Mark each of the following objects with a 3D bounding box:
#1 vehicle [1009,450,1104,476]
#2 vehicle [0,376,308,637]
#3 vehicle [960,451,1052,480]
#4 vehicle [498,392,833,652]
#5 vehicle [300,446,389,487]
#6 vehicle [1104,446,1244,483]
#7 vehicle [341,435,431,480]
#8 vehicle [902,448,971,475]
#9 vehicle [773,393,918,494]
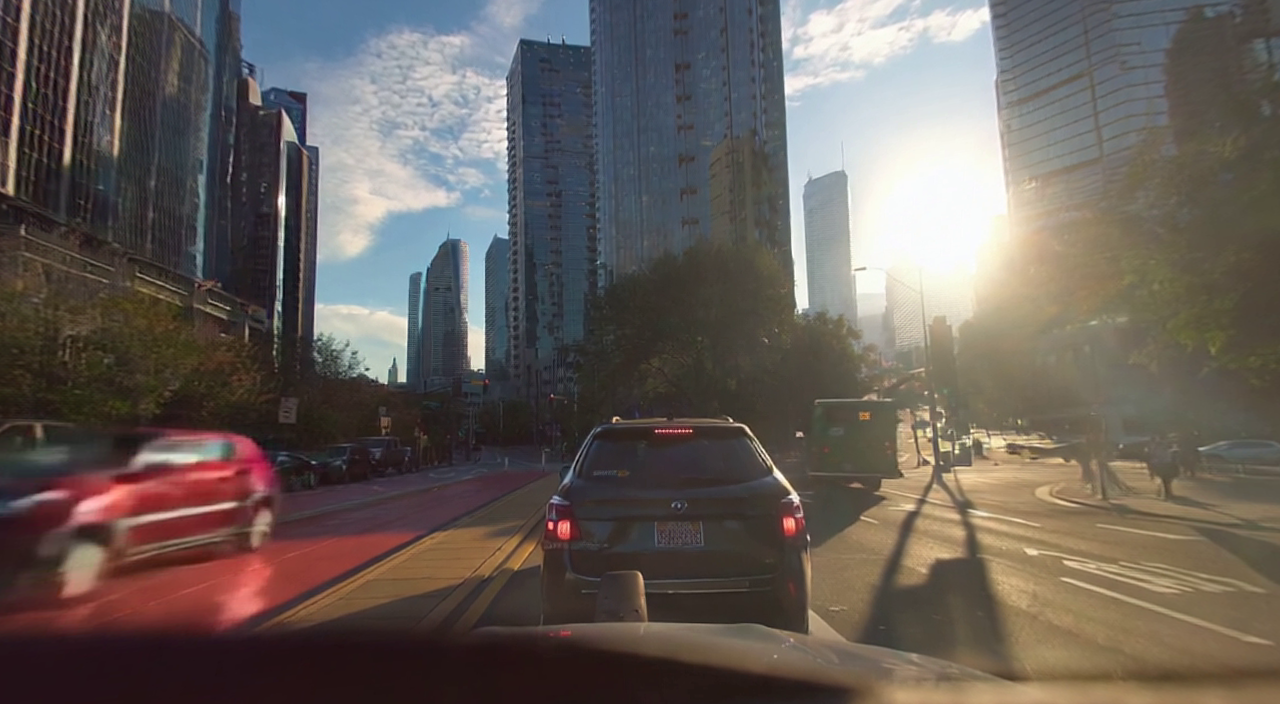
[{"bbox_3d":[28.035,7.445,42.690,5.153,1.626,1.895,-6,-10,33],"label":"vehicle"},{"bbox_3d":[-5.674,1.379,6.441,2.198,1.779,4.926,1,-9,-5],"label":"vehicle"},{"bbox_3d":[23.873,7.394,41.308,4.956,1.706,1.822,-6,-10,33],"label":"vehicle"},{"bbox_3d":[0.205,1.426,6.305,2.192,1.695,4.142,0,-8,1],"label":"vehicle"},{"bbox_3d":[-11.587,4.495,25.095,1.791,1.463,4.210,0,-9,-4],"label":"vehicle"},{"bbox_3d":[30.832,6.479,36.813,5.890,1.996,2.155,-6,-10,34],"label":"vehicle"},{"bbox_3d":[-12.103,5.065,30.605,2.338,1.963,5.740,0,-9,-4],"label":"vehicle"},{"bbox_3d":[21.854,8.027,46.577,4.211,1.820,2.094,-6,-10,35],"label":"vehicle"},{"bbox_3d":[7.185,3.411,23.516,3.113,3.116,7.650,0,-8,3],"label":"vehicle"}]
